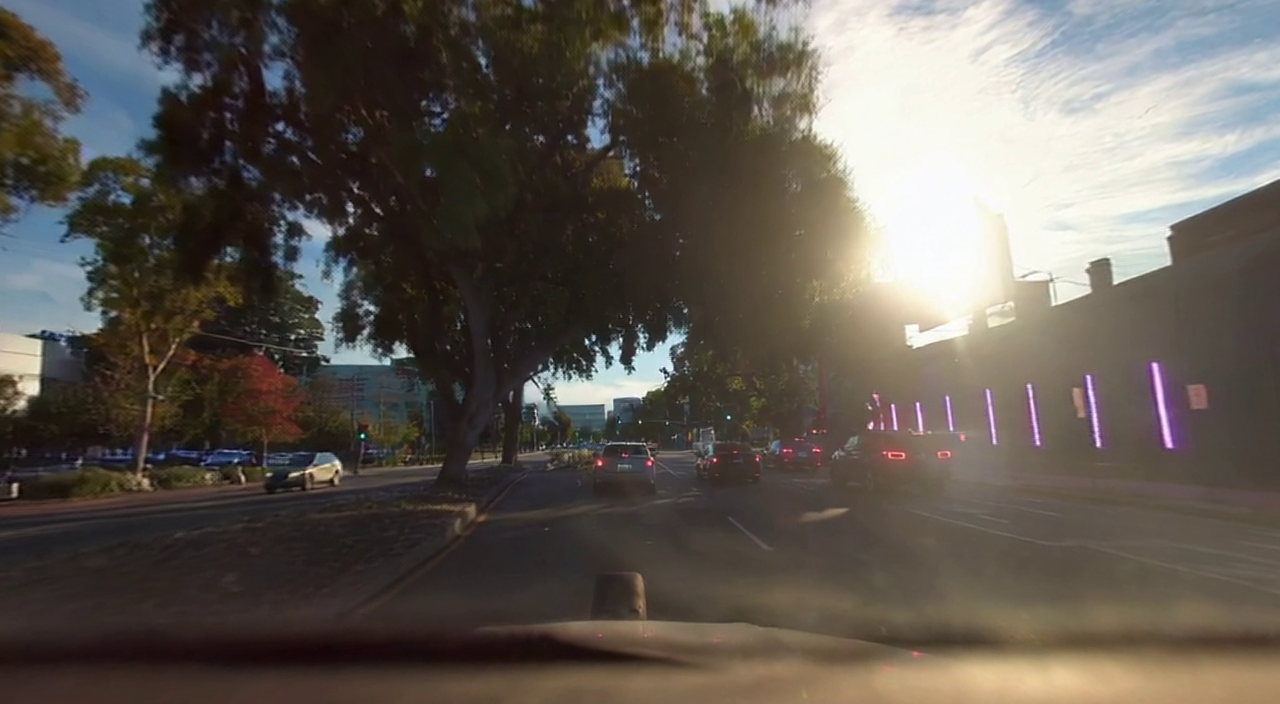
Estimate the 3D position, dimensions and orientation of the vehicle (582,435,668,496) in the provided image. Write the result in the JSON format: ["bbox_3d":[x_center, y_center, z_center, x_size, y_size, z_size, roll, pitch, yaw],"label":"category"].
[{"bbox_3d":[-0.503,3.102,17.665,2.101,1.444,4.248,0,-8,-4],"label":"vehicle"}]

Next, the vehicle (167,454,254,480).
[{"bbox_3d":[-28.537,7.607,42.034,4.398,1.630,1.878,0,-8,1],"label":"vehicle"}]

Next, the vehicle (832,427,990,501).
[{"bbox_3d":[7.044,2.960,17.124,2.052,1.708,4.842,0,-8,-1],"label":"vehicle"}]

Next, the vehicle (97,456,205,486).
[{"bbox_3d":[-28.371,6.904,36.767,4.576,1.606,2.063,0,-8,1],"label":"vehicle"}]

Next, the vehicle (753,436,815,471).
[{"bbox_3d":[7.283,5.177,32.427,2.025,1.666,4.448,0,-8,-1],"label":"vehicle"}]

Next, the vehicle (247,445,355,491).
[{"bbox_3d":[-12.563,4.274,23.704,1.934,1.491,3.684,-1,-8,1],"label":"vehicle"}]

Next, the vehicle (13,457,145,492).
[{"bbox_3d":[-27.763,6.055,31.375,4.640,1.640,2.026,-1,-8,1],"label":"vehicle"}]

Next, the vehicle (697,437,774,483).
[{"bbox_3d":[3.323,3.874,22.913,1.993,1.477,4.240,0,-8,-2],"label":"vehicle"}]
